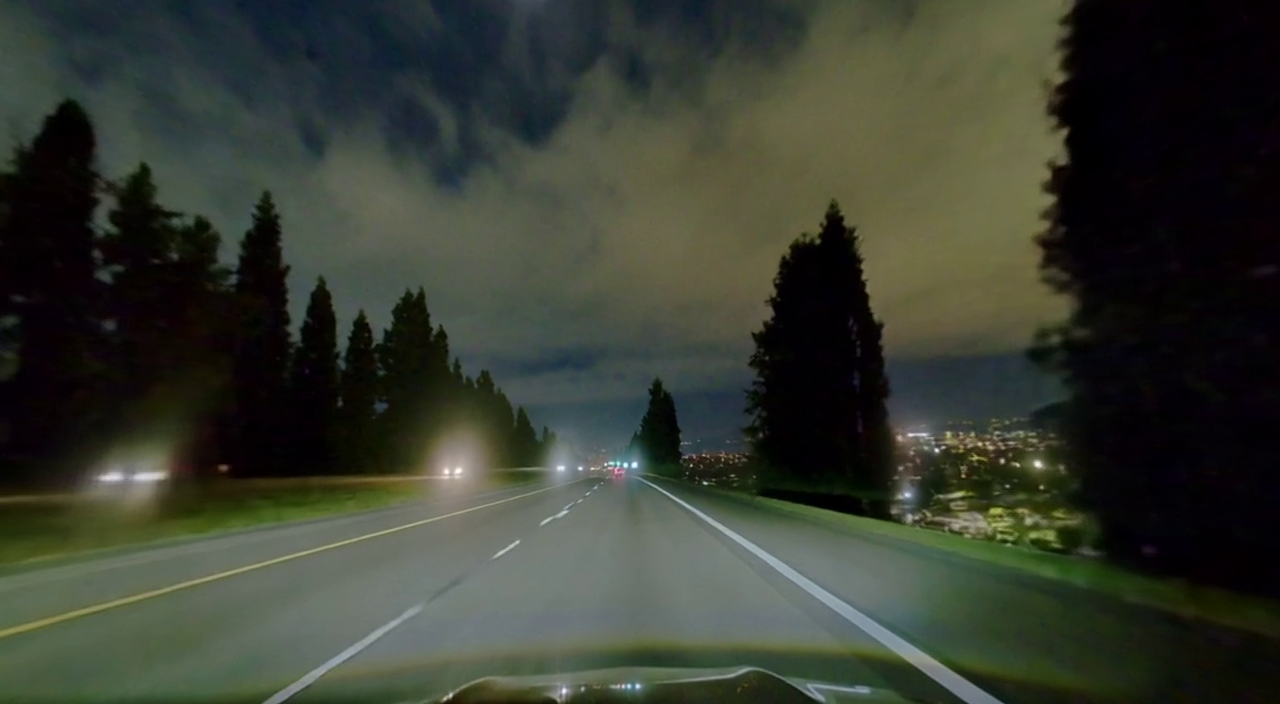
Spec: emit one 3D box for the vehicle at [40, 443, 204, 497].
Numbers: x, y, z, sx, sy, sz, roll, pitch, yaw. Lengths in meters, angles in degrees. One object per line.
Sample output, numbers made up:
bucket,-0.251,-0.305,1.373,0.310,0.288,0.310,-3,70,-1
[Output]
vehicle,-16.322,3.775,20.182,1.832,1.501,3.975,1,-11,0
